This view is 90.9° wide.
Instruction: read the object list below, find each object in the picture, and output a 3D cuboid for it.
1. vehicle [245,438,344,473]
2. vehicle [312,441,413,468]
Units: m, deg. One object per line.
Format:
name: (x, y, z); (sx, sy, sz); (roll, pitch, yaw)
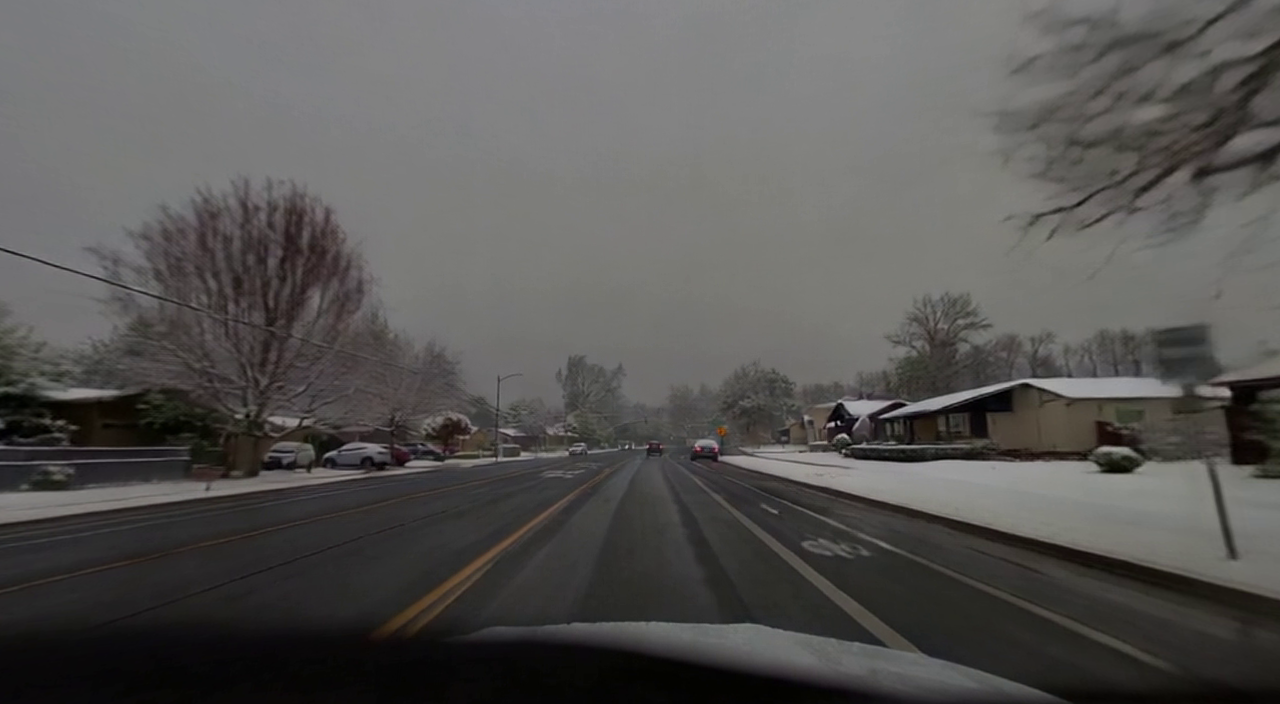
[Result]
vehicle: (-18.730, 5.587, 34.196); (4.372, 1.745, 2.017); (6, -10, -35)
vehicle: (-17.918, 6.626, 40.870); (5.419, 1.649, 2.396); (0, -9, 1)
